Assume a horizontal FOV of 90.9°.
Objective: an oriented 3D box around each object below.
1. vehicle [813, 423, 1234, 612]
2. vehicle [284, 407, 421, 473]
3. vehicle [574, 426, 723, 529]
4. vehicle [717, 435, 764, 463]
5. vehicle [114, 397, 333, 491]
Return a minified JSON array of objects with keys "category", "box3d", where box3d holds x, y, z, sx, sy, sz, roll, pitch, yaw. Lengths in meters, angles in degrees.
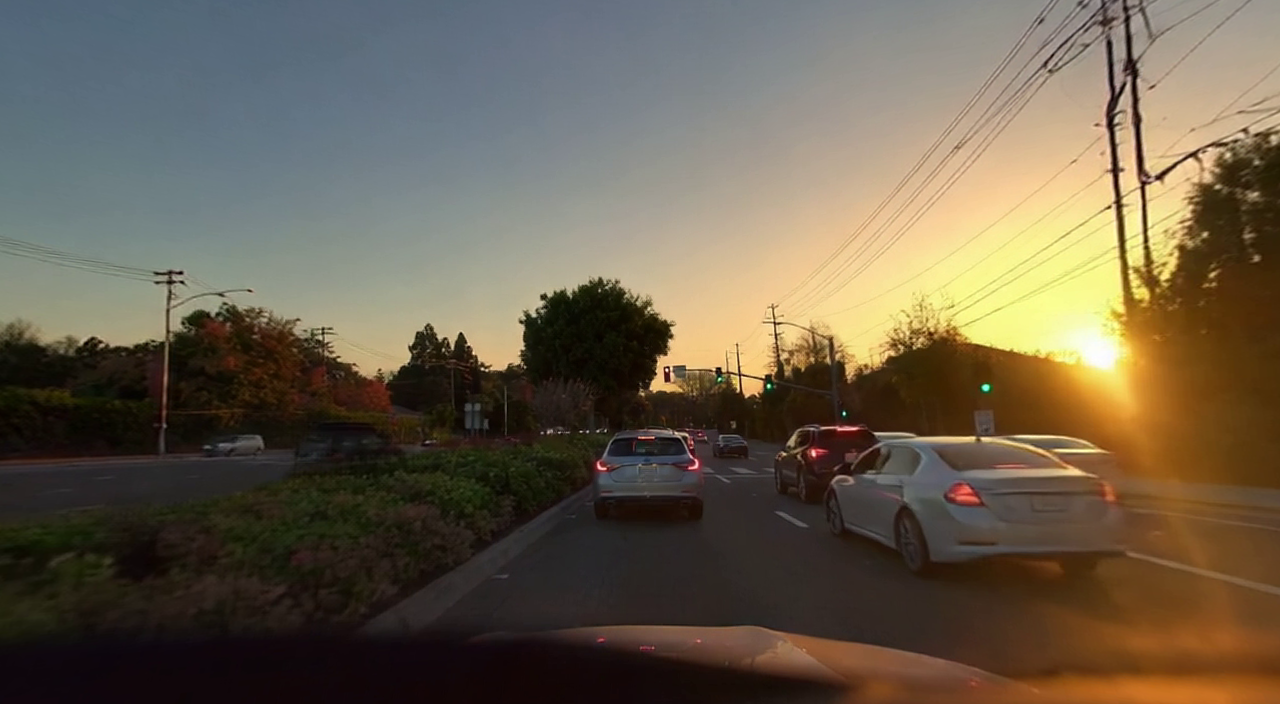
[{"category":"vehicle","box3d":[3.614,1.628,7.235,2.028,1.454,4.531,0,-8,1]},{"category":"vehicle","box3d":[-16.442,5.242,37.237,3.085,3.375,9.783,-1,-8,3]},{"category":"vehicle","box3d":[0.152,2.194,11.604,2.208,1.498,4.401,0,-8,1]},{"category":"vehicle","box3d":[5.552,5.445,35.399,1.995,1.491,4.133,0,-8,1]},{"category":"vehicle","box3d":[-17.034,3.943,26.930,2.934,3.328,8.716,-1,-8,3]}]
